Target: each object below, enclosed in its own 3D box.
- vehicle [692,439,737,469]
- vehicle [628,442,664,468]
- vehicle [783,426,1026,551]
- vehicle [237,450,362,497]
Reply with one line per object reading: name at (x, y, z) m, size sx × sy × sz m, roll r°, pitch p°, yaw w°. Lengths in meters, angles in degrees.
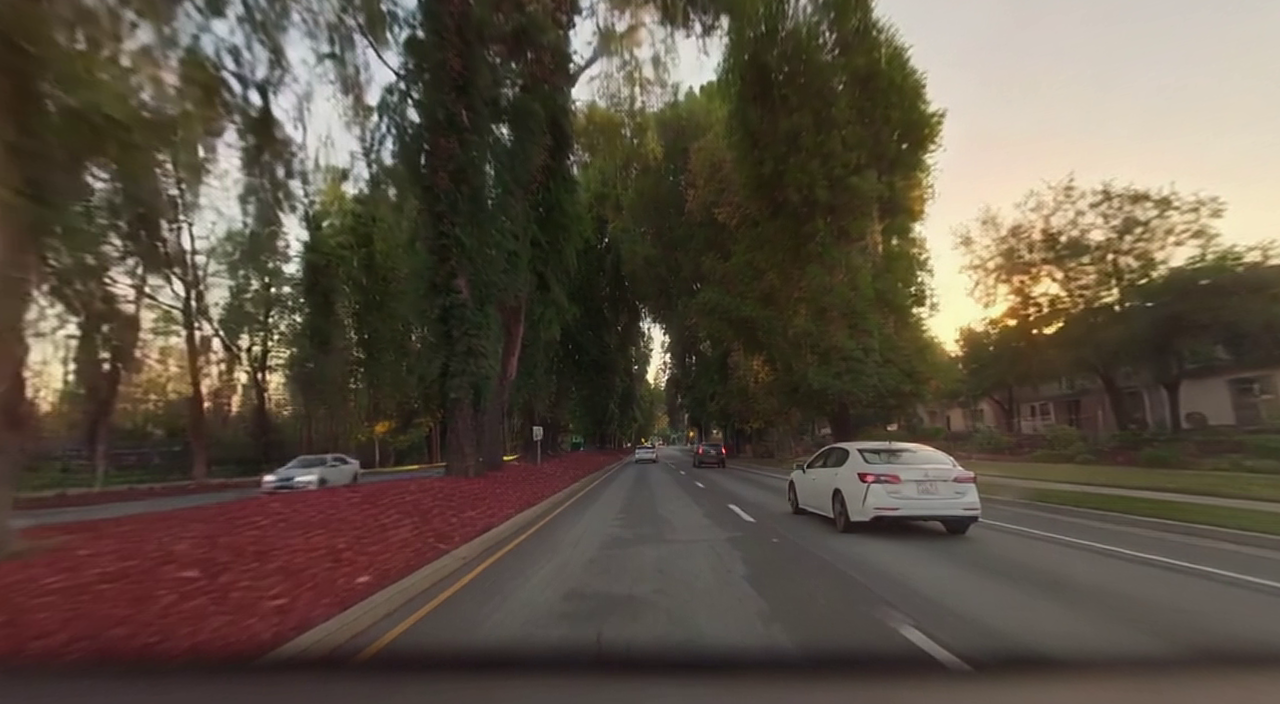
vehicle at (4.271, 5.965, 37.020) m, size 2.074 × 1.652 × 4.340 m, roll 0°, pitch -8°, yaw 0°
vehicle at (0.315, 6.214, 38.158) m, size 2.082 × 1.473 × 4.028 m, roll 0°, pitch -8°, yaw 0°
vehicle at (3.737, 1.991, 9.909) m, size 1.985 × 1.529 × 4.147 m, roll 0°, pitch -8°, yaw 0°
vehicle at (-11.836, 4.226, 22.400) m, size 1.907 × 1.456 × 4.520 m, roll 0°, pitch -8°, yaw 0°
